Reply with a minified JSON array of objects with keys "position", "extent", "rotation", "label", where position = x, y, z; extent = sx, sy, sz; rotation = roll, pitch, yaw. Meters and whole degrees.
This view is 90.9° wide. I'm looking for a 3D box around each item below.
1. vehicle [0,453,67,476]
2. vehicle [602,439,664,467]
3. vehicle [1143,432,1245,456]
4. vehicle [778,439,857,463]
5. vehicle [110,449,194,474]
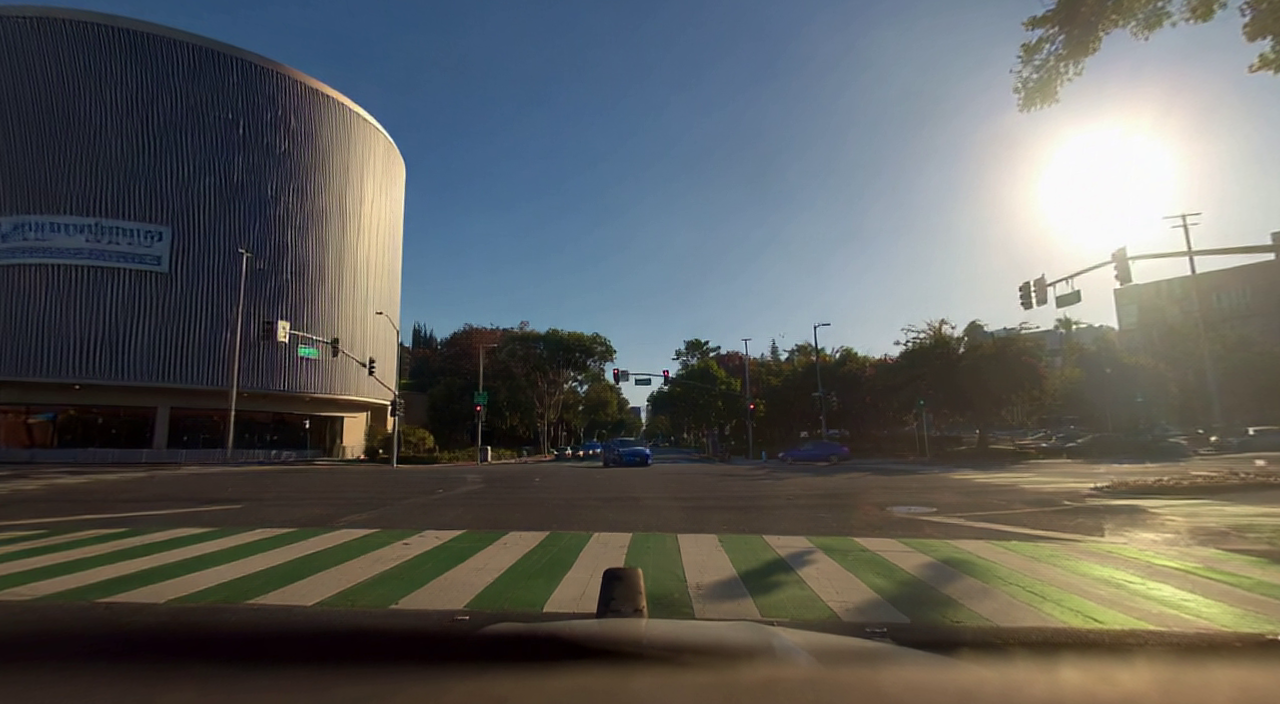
[{"position":[-41.657,7.631,42.770],"extent":[3.698,1.467,1.779],"rotation":[0,-8,1],"label":"vehicle"},{"position":[-0.494,5.634,35.274],"extent":[2.280,1.454,4.836],"rotation":[2,-9,-16],"label":"vehicle"},{"position":[36.149,6.016,41.205],"extent":[4.767,1.456,1.858],"rotation":[0,-8,3],"label":"vehicle"},{"position":[11.085,6.209,39.680],"extent":[4.529,1.457,1.981],"rotation":[-2,-9,10],"label":"vehicle"},{"position":[-33.073,7.403,42.756],"extent":[4.136,1.661,1.857],"rotation":[0,-8,1],"label":"vehicle"}]
